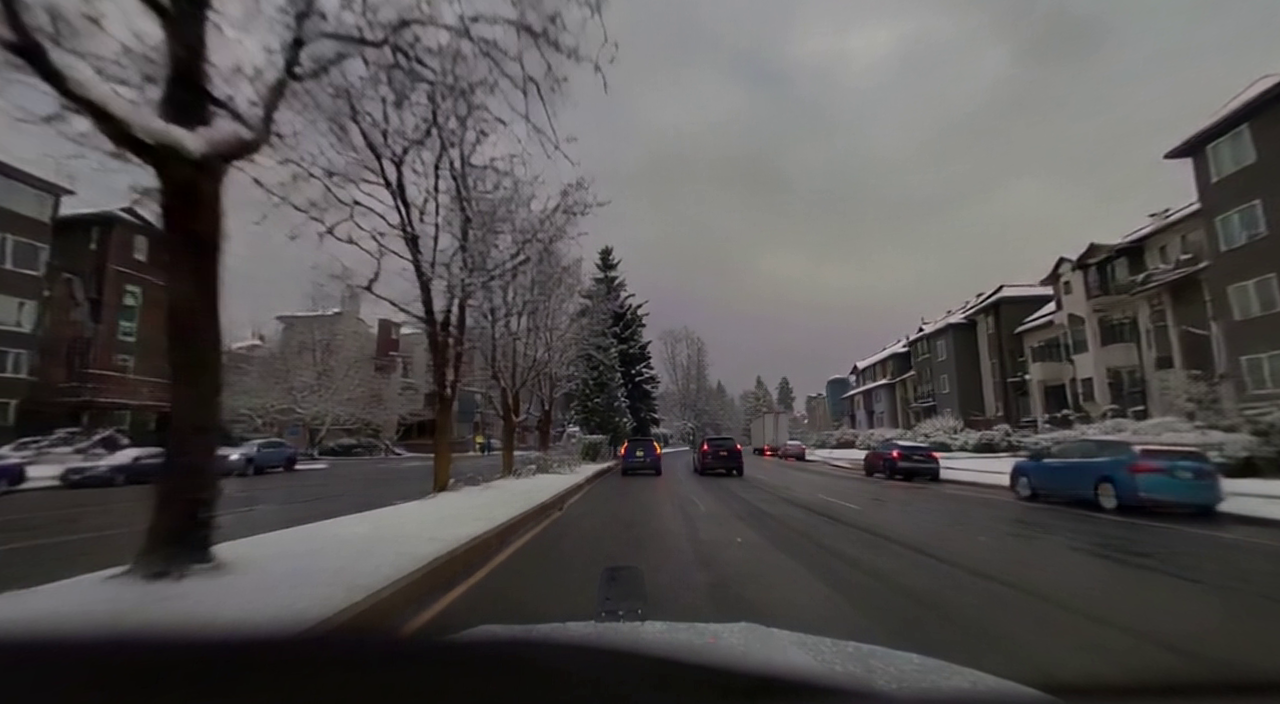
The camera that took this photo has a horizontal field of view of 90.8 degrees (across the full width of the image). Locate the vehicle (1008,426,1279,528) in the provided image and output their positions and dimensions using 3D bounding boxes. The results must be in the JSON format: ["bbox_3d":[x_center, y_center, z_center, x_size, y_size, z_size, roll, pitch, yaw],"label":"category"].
[{"bbox_3d":[10.306,2.510,13.419,2.080,1.744,4.889,0,-8,1],"label":"vehicle"}]

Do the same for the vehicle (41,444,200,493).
[{"bbox_3d":[-18.975,4.302,23.436,2.023,1.561,4.497,-2,-10,1],"label":"vehicle"}]

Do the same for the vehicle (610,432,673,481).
[{"bbox_3d":[0.136,4.330,26.368,2.345,1.841,5.032,0,-9,2],"label":"vehicle"}]

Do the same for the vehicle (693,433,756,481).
[{"bbox_3d":[3.429,4.354,26.468,2.033,1.823,4.409,0,-9,0],"label":"vehicle"}]

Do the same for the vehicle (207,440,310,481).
[{"bbox_3d":[-18.450,5.229,30.887,2.175,1.819,4.703,0,-8,-2],"label":"vehicle"}]

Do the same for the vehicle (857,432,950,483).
[{"bbox_3d":[10.575,4.273,25.777,1.938,1.860,4.690,0,-9,3],"label":"vehicle"}]
